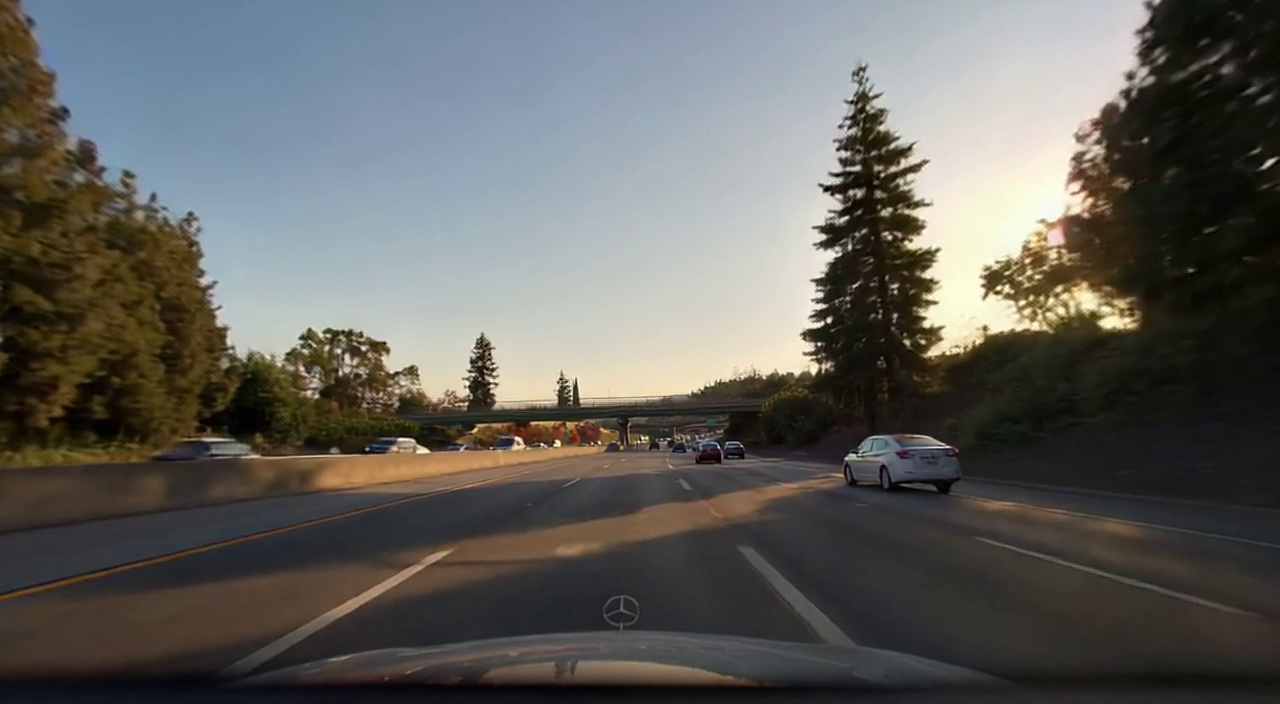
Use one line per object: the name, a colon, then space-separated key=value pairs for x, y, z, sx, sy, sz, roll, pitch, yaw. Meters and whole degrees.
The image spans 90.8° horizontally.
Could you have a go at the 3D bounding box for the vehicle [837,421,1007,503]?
vehicle: x=7.068 y=2.821 z=16.600 sx=2.087 sy=1.806 sz=4.946 roll=0 pitch=-9 yaw=-1

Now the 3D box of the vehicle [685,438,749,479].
vehicle: x=2.981 y=4.229 z=25.301 sx=1.981 sy=1.471 sz=4.342 roll=0 pitch=-9 yaw=0

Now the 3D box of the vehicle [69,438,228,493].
vehicle: x=-16.008 y=3.685 z=20.908 sx=1.878 sy=1.609 sz=4.143 roll=0 pitch=-8 yaw=0

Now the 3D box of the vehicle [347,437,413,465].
vehicle: x=-19.460 y=7.447 z=47.685 sx=2.242 sy=1.980 sz=6.315 roll=0 pitch=-9 yaw=1
